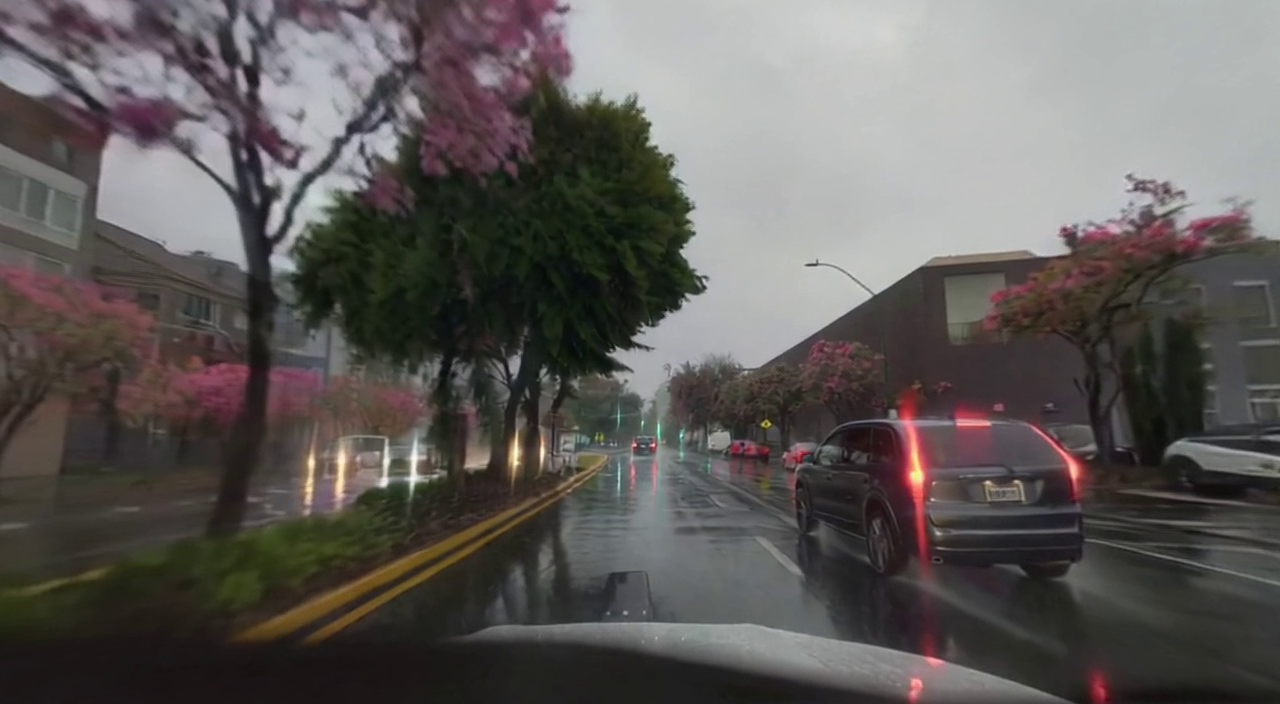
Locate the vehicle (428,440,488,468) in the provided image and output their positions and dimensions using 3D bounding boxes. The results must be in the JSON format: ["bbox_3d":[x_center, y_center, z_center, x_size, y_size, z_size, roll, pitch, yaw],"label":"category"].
[{"bbox_3d":[-11.673,6.571,40.936,2.191,1.684,5.428,0,-8,1],"label":"vehicle"}]

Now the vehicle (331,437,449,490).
[{"bbox_3d":[-7.942,3.574,20.555,1.960,1.530,4.313,0,-8,2],"label":"vehicle"}]

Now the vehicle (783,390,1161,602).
[{"bbox_3d":[3.272,1.520,7.568,2.071,1.747,4.549,0,-8,1],"label":"vehicle"}]

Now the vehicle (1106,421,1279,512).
[{"bbox_3d":[11.931,2.234,12.639,1.828,1.560,4.413,0,-8,1],"label":"vehicle"}]

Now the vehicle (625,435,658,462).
[{"bbox_3d":[0.165,6.913,45.103,2.244,1.813,4.129,0,-8,2],"label":"vehicle"}]
